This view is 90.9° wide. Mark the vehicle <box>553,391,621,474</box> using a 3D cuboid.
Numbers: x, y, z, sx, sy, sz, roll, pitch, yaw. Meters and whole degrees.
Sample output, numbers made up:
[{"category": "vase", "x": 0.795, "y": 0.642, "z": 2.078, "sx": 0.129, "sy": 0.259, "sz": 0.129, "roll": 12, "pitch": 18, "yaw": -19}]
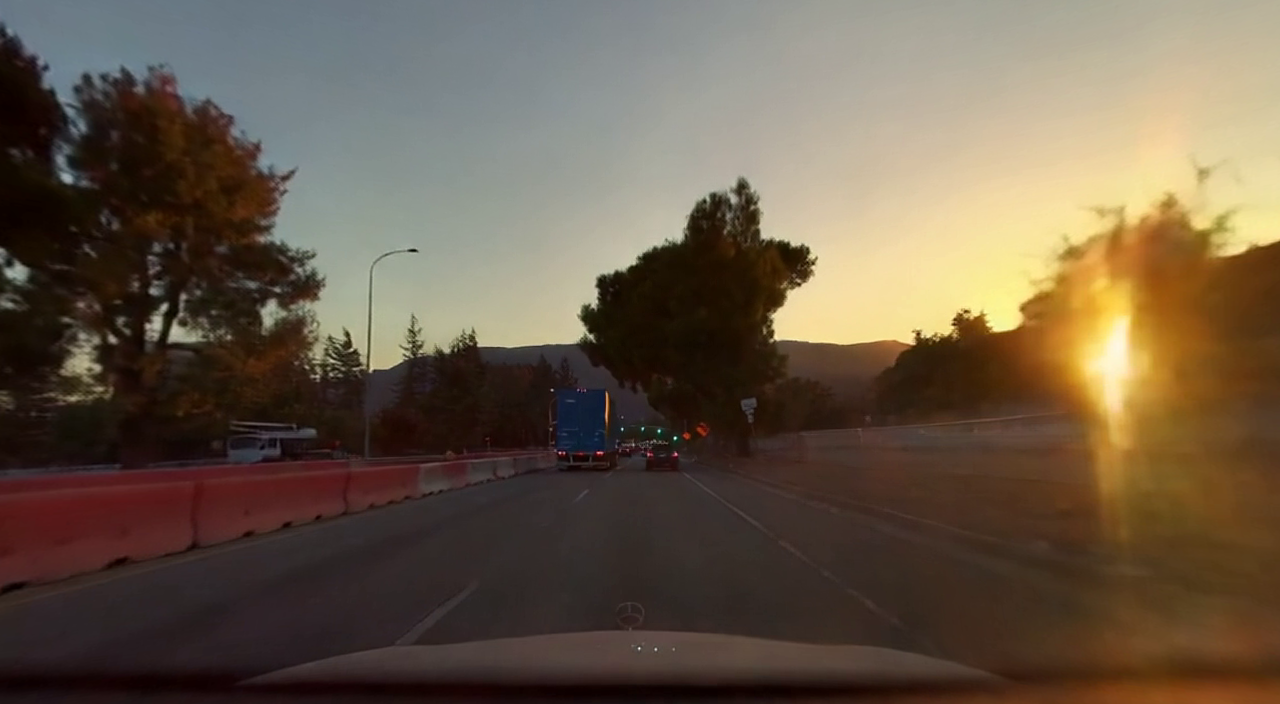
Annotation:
[{"category": "vehicle", "x": -2.922, "y": 5.164, "z": 39.650, "sx": 2.906, "sy": 4.115, "sz": 15.715, "roll": 0, "pitch": -8, "yaw": 0}]

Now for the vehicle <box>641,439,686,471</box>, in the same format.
[{"category": "vehicle", "x": 1.209, "y": 5.693, "z": 35.081, "sx": 2.304, "sy": 1.675, "sz": 4.462, "roll": 0, "pitch": -8, "yaw": 0}]
